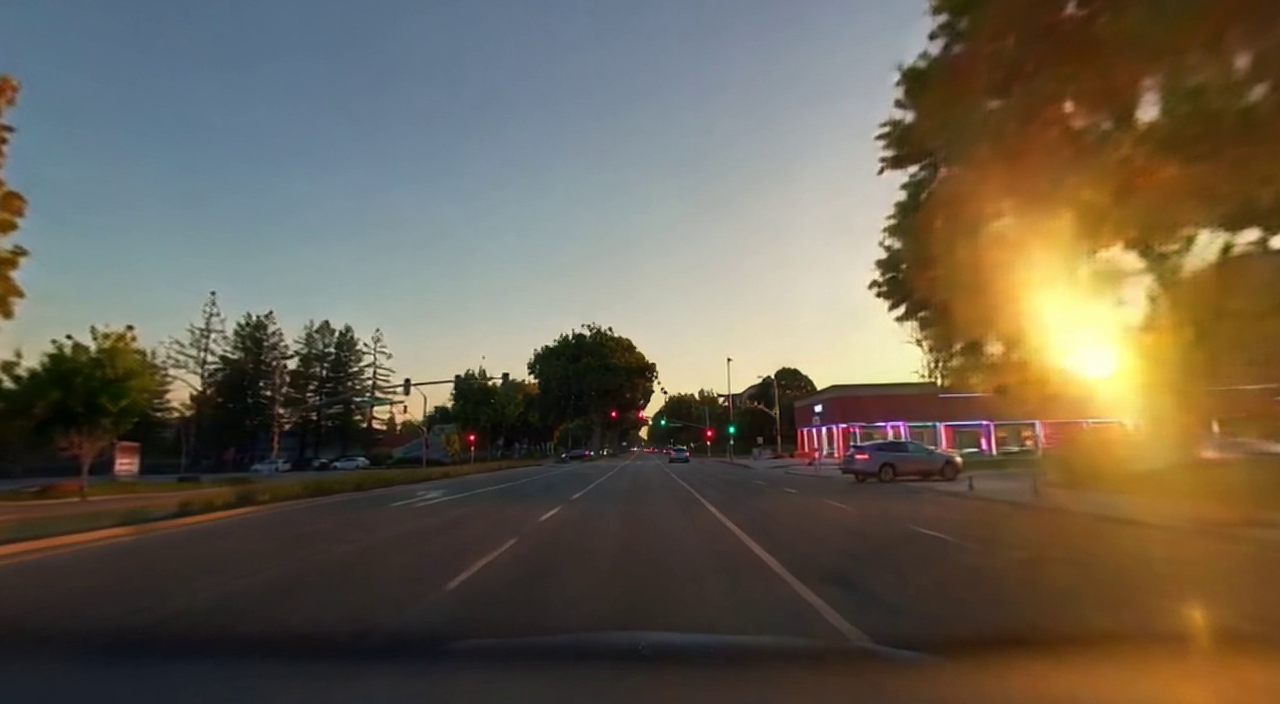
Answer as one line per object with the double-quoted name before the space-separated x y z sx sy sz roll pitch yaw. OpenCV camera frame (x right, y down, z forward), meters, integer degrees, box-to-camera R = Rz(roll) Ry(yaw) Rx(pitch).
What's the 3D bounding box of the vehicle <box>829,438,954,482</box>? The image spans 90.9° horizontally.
"vehicle" 9.612 4.151 24.399 4.007 1.591 1.915 -1 -8 2
